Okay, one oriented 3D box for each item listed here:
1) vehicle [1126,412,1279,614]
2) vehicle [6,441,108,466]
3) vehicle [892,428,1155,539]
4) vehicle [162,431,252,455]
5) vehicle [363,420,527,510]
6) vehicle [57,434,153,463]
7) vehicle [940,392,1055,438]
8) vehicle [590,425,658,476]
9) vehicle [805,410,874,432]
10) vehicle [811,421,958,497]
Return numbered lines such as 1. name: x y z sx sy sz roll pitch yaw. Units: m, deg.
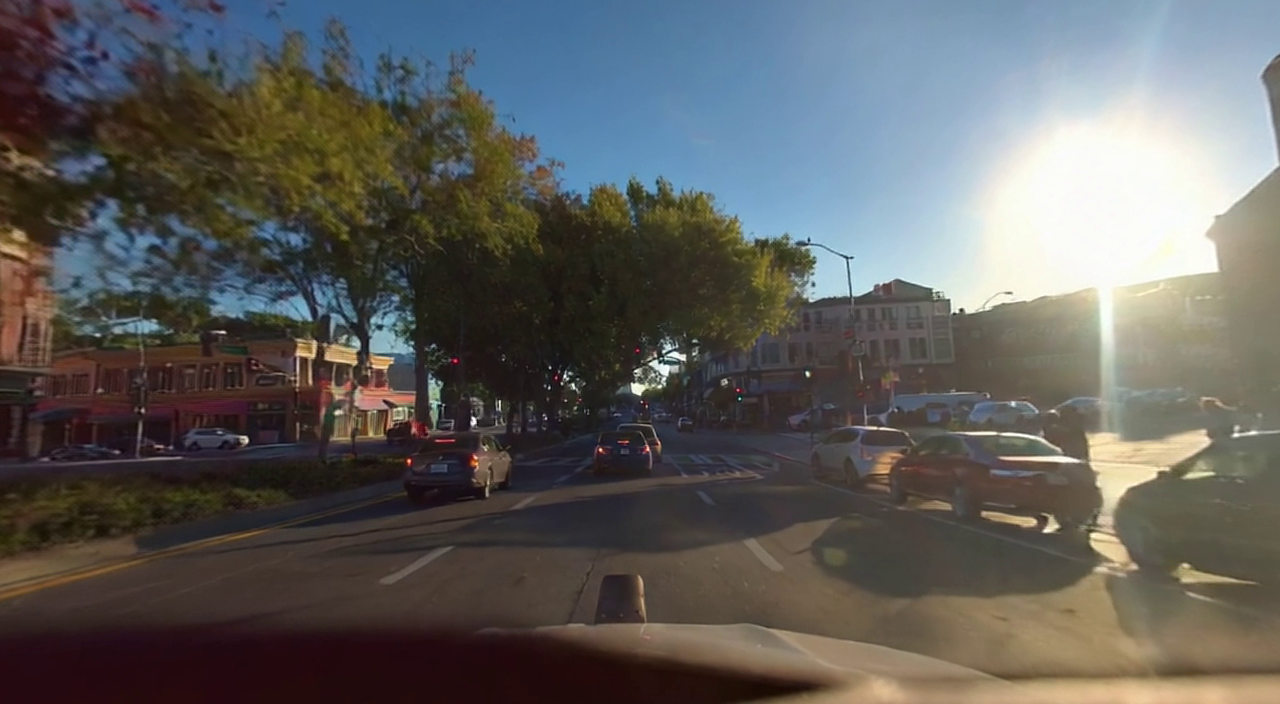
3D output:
1. vehicle: 6.204 1.297 5.003 1.877 1.642 3.572 0 -8 2
2. vehicle: -34.772 6.048 37.773 3.957 1.396 2.134 0 -9 1
3. vehicle: 6.107 2.115 10.797 1.959 1.513 4.104 0 -8 1
4. vehicle: -27.807 5.847 40.685 4.453 1.471 1.921 -1 -8 4
5. vehicle: -3.728 2.254 13.051 1.934 1.522 4.464 0 -8 0
6. vehicle: -34.987 6.312 41.367 4.698 1.833 1.887 -1 -8 6
7. vehicle: 21.622 3.869 38.333 5.756 2.653 2.403 2 -8 -12
8. vehicle: -0.482 3.278 21.168 2.082 1.520 3.896 0 -8 0
9. vehicle: 15.144 5.284 48.076 4.775 1.604 1.915 3 -9 -20
10. vehicle: 6.158 2.753 16.610 1.904 1.705 4.510 0 -8 -2
